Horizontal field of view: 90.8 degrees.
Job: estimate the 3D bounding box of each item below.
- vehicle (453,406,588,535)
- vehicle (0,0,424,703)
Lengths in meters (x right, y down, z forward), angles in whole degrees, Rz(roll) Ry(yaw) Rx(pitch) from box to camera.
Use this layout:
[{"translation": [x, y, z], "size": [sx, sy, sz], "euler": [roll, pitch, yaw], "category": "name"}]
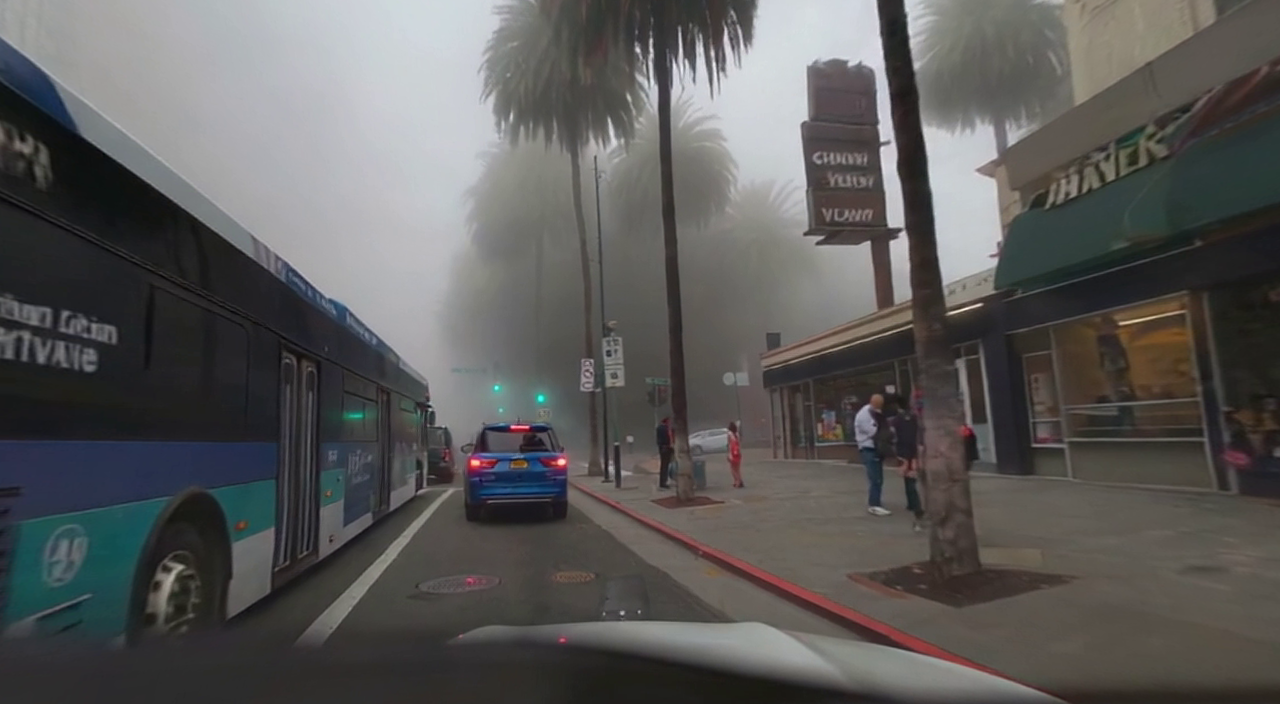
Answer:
[{"translation": [-2.405, 2.117, 11.834], "size": [2.002, 1.907, 4.211], "euler": [2, -9, -17], "category": "vehicle"}, {"translation": [-4.769, 0.720, 7.107], "size": [2.863, 3.233, 11.573], "euler": [2, -9, -11], "category": "vehicle"}]
